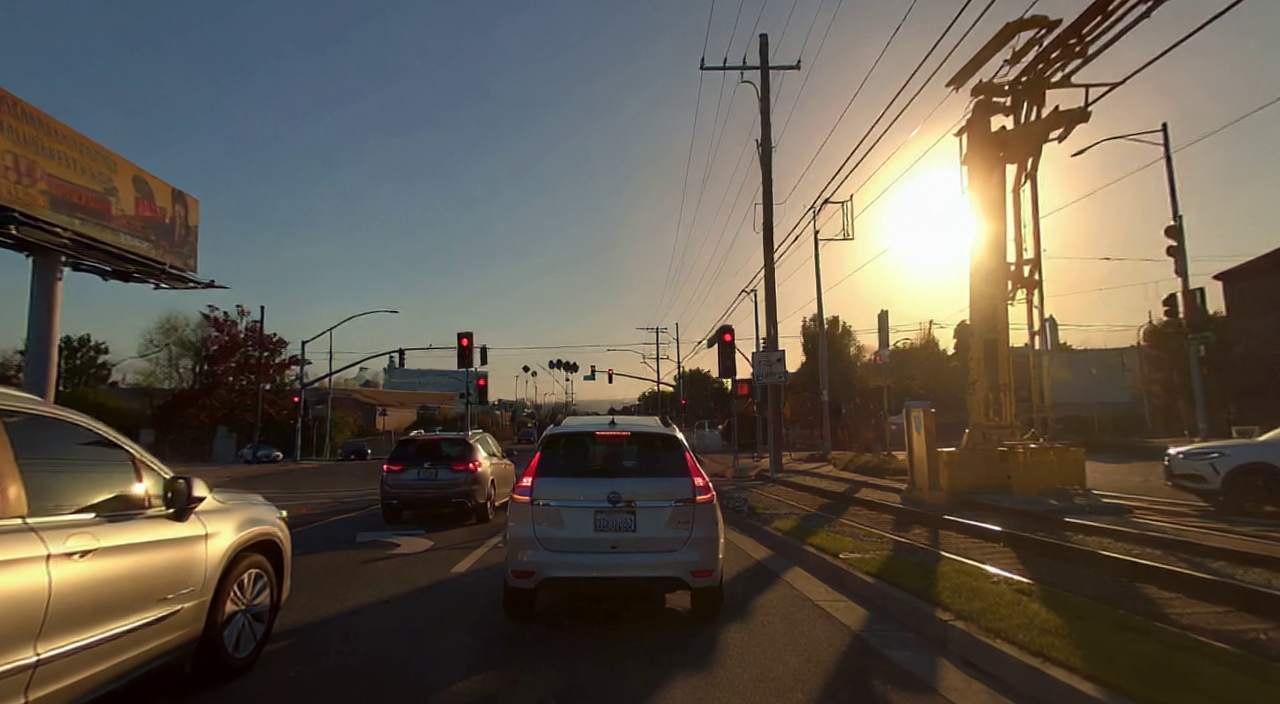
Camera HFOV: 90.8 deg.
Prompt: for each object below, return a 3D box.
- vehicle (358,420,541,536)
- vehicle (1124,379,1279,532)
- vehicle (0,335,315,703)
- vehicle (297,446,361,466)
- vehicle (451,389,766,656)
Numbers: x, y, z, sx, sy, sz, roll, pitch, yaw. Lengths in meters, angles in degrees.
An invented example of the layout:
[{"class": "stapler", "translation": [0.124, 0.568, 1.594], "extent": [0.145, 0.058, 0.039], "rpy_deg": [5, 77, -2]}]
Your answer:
[{"class": "vehicle", "translation": [-3.146, 2.182, 11.503], "extent": [1.988, 1.678, 4.317], "rpy_deg": [0, -9, 0]}, {"class": "vehicle", "translation": [9.604, 1.320, 8.188], "extent": [5.060, 1.702, 2.033], "rpy_deg": [1, -9, -4]}, {"class": "vehicle", "translation": [-3.923, 0.863, 2.992], "extent": [2.052, 1.814, 5.184], "rpy_deg": [0, -9, -1]}, {"class": "vehicle", "translation": [-24.201, 8.063, 49.092], "extent": [4.357, 1.444, 1.842], "rpy_deg": [-3, -9, 19]}, {"class": "vehicle", "translation": [-0.208, 1.379, 5.997], "extent": [2.025, 1.723, 3.644], "rpy_deg": [0, -9, 0]}]
